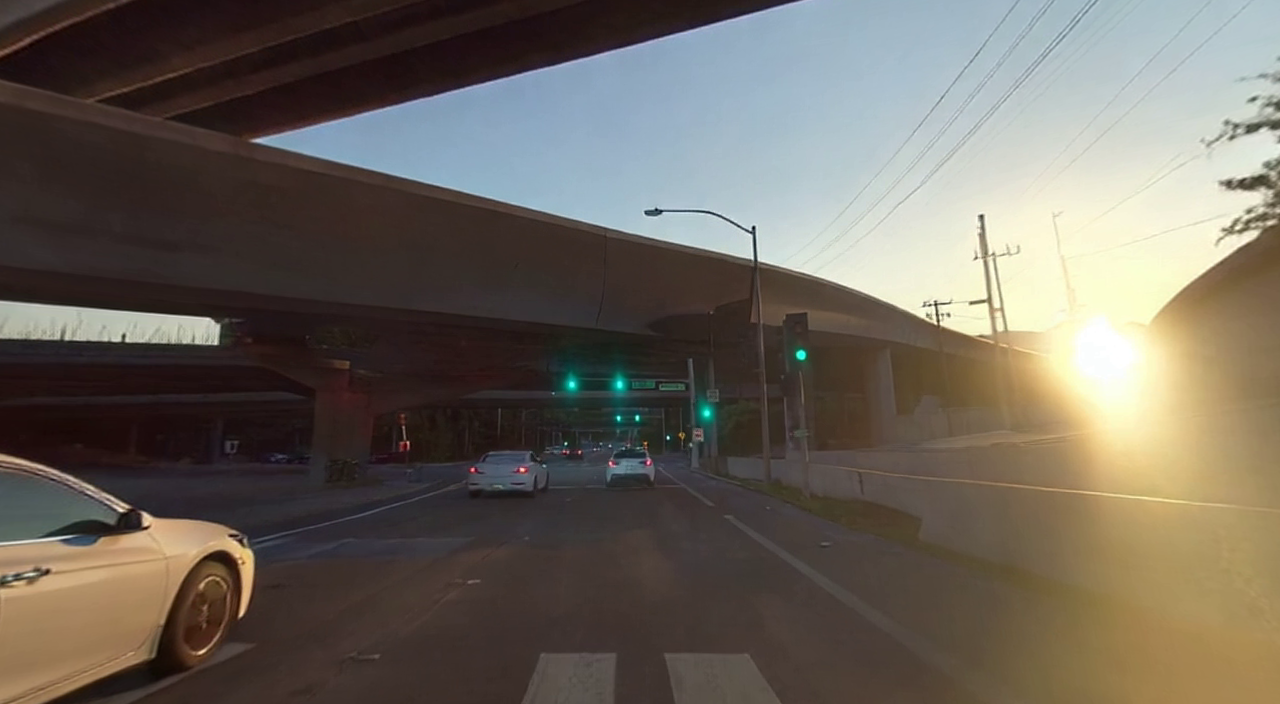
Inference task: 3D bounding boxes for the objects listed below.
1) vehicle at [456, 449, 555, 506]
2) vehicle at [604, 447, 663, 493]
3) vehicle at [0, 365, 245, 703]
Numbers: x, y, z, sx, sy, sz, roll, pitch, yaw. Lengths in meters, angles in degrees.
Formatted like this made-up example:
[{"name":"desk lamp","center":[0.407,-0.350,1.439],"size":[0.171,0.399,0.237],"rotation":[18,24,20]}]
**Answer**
[{"name":"vehicle","center":[-3.750,3.557,18.377],"size":[1.946,1.437,4.154],"rotation":[0,-8,0]},{"name":"vehicle","center":[-0.238,4.339,23.652],"size":[1.985,1.565,3.968],"rotation":[0,-8,0]},{"name":"vehicle","center":[-3.526,0.800,1.859],"size":[1.925,1.666,4.271],"rotation":[0,-8,0]}]
